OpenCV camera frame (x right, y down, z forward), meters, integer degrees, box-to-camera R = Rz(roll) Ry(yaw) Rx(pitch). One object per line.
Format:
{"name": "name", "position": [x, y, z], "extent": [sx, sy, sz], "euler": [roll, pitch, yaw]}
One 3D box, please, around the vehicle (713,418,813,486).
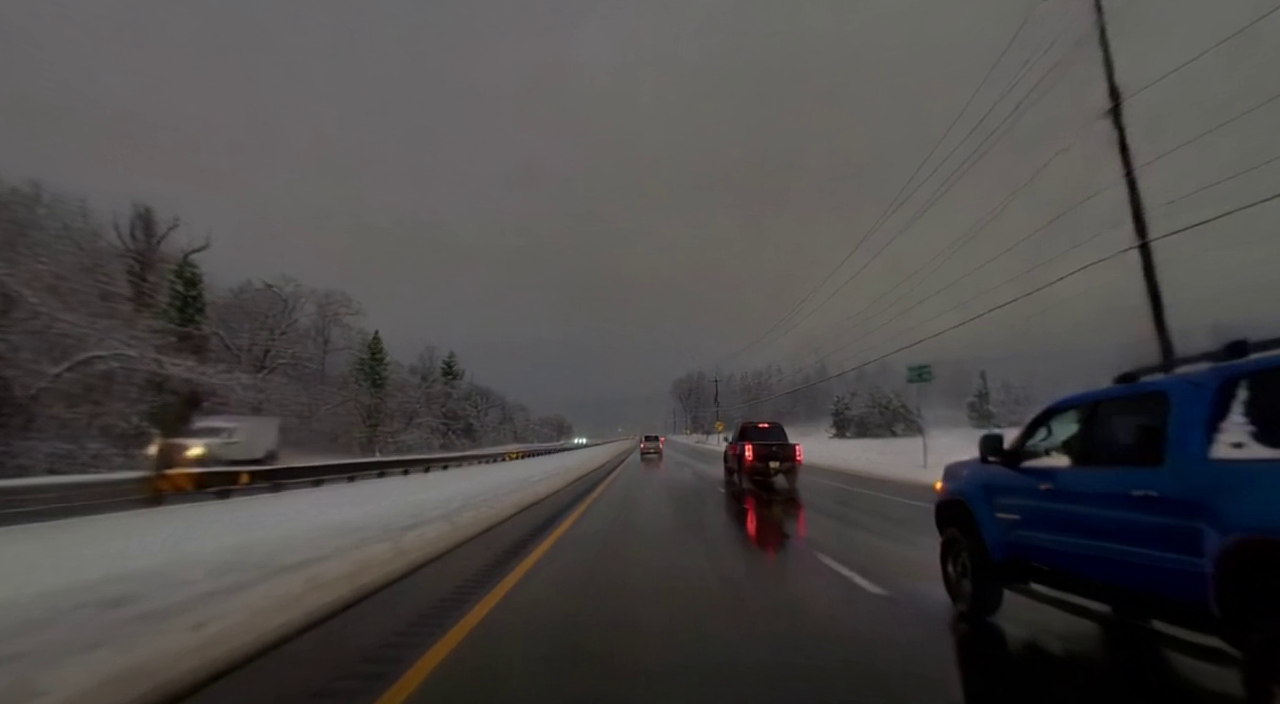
{"name": "vehicle", "position": [4.302, 3.633, 23.202], "extent": [2.594, 2.155, 5.670], "euler": [0, -8, 1]}

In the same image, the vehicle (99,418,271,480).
{"name": "vehicle", "position": [-18.038, 3.883, 25.536], "extent": [2.411, 2.161, 5.702], "euler": [-2, -8, 5]}

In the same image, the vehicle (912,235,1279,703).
{"name": "vehicle", "position": [3.511, 0.694, 3.040], "extent": [2.145, 2.069, 5.057], "euler": [0, -8, 1]}

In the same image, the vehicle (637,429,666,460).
{"name": "vehicle", "position": [0.884, 7.176, 48.772], "extent": [2.099, 2.260, 4.899], "euler": [0, -8, 1]}
